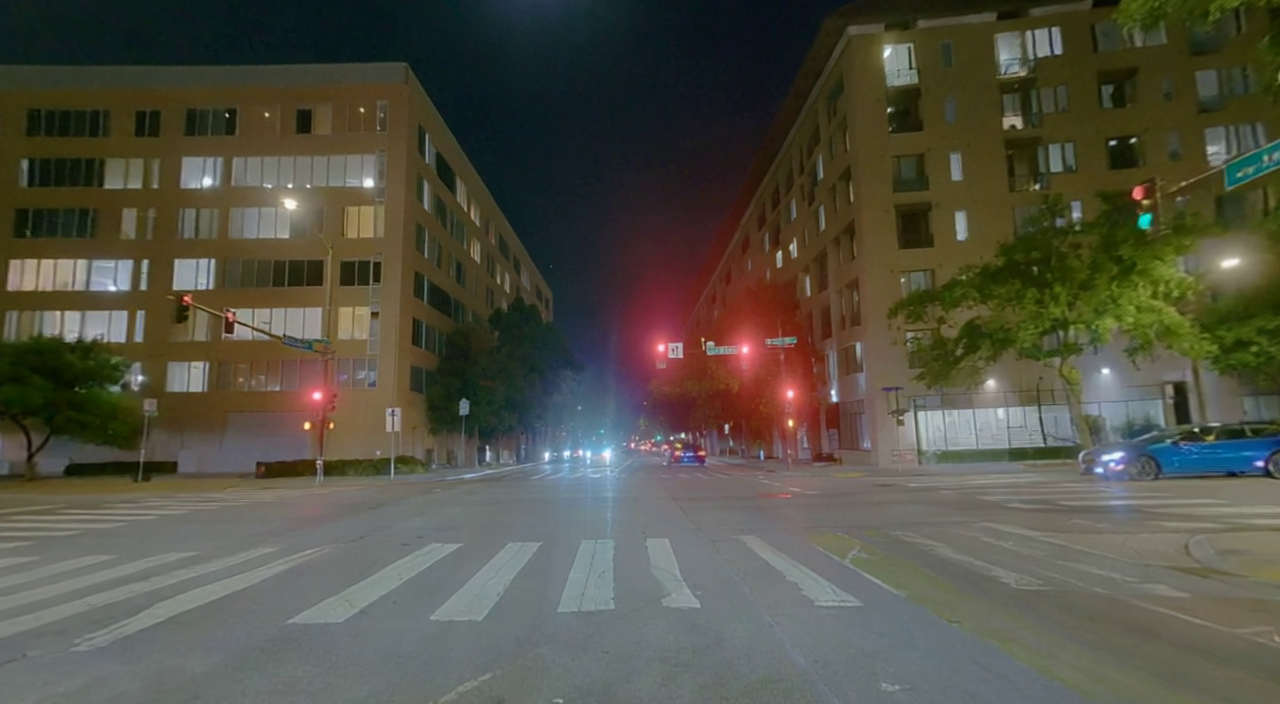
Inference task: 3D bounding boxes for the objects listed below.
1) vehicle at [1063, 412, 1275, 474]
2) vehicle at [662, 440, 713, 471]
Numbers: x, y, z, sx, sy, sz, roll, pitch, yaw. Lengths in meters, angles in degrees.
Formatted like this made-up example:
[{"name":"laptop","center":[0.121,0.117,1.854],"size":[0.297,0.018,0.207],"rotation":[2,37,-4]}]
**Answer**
[{"name":"vehicle","center":[16.912,2.942,20.396],"size":[4.802,1.860,2.146],"rotation":[0,-8,1]},{"name":"vehicle","center":[2.388,5.332,32.735],"size":[2.039,1.470,4.355],"rotation":[0,-8,-4]}]
